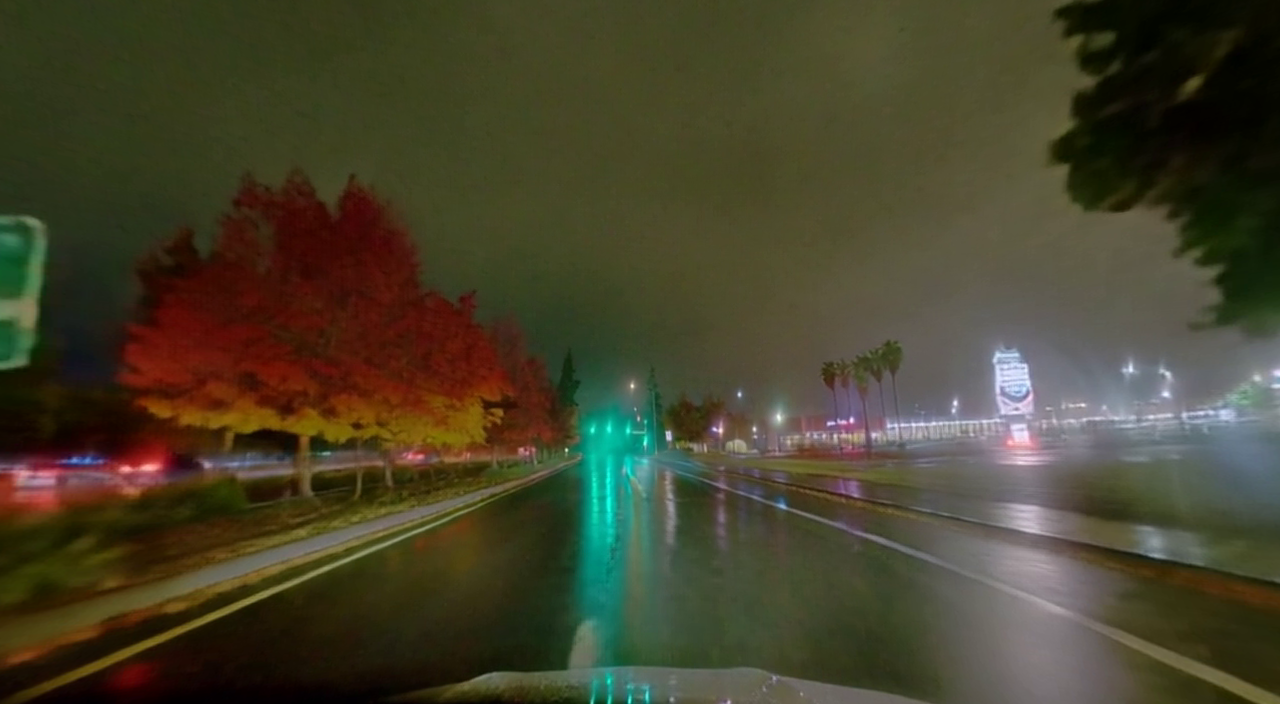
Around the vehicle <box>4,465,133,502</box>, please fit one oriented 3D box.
[{"bbox_3d":[-26.003,5.963,28.916,1.915,1.485,4.389,0,-9,-3],"label":"vehicle"}]

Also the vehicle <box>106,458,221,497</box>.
[{"bbox_3d":[-22.198,5.815,29.613,1.994,1.652,4.570,0,-9,-3],"label":"vehicle"}]
